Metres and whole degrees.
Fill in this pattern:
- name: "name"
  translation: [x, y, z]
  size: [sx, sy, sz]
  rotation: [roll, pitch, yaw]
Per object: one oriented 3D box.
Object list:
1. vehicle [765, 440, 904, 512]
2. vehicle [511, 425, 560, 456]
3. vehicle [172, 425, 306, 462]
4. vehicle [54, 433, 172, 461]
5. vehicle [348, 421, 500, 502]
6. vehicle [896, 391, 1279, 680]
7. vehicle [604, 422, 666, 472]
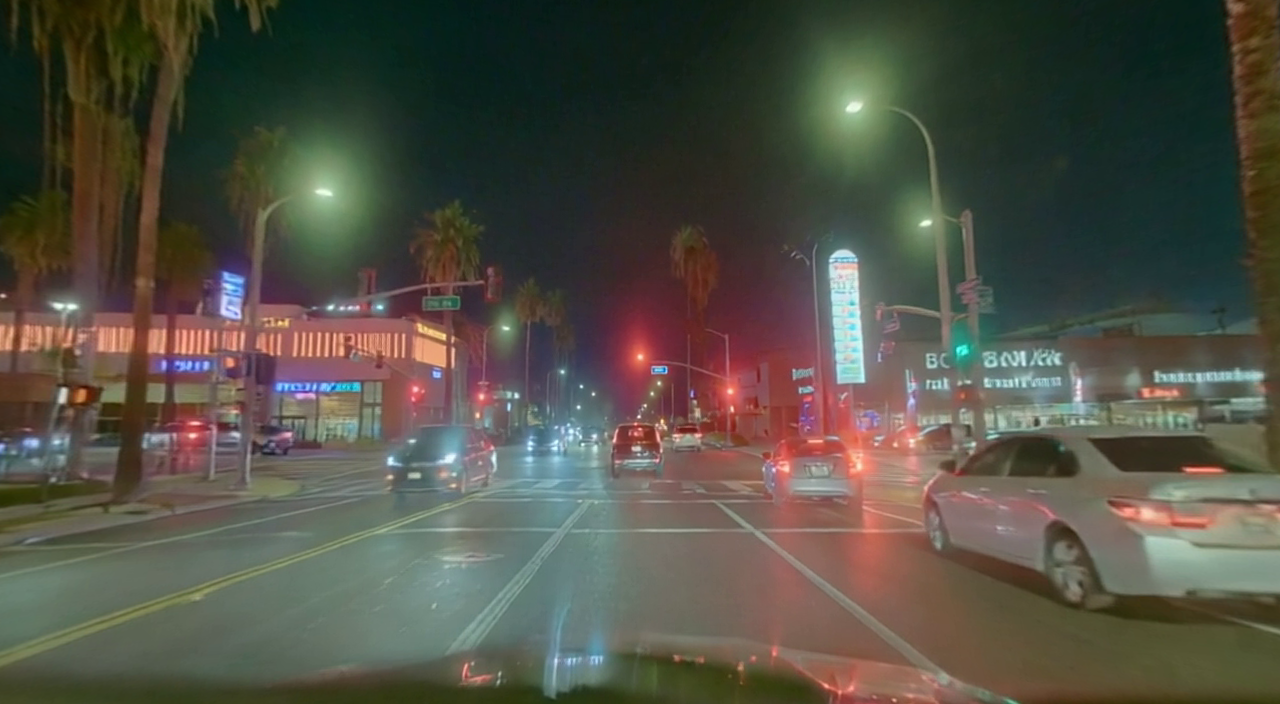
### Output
- name: "vehicle"
  translation: [4.445, 2.879, 15.304]
  size: [1.963, 1.449, 4.653]
  rotation: [0, -8, 1]
- name: "vehicle"
  translation: [-6.022, 5.154, 36.837]
  size: [2.040, 1.670, 4.508]
  rotation: [0, -8, 0]
- name: "vehicle"
  translation: [-20.854, 4.775, 33.013]
  size: [5.674, 1.804, 2.190]
  rotation: [-1, -8, 6]
- name: "vehicle"
  translation: [-28.460, 5.124, 34.171]
  size: [4.734, 1.416, 2.083]
  rotation: [-1, -7, 6]
- name: "vehicle"
  translation: [-5.437, 2.822, 16.776]
  size: [2.324, 1.808, 4.946]
  rotation: [0, -8, -1]
- name: "vehicle"
  translation: [4.362, 1.409, 6.057]
  size: [2.070, 1.711, 4.480]
  rotation: [-1, -8, 3]
- name: "vehicle"
  translation: [-0.219, 3.819, 25.538]
  size: [2.264, 1.798, 4.531]
  rotation: [0, -8, -1]
